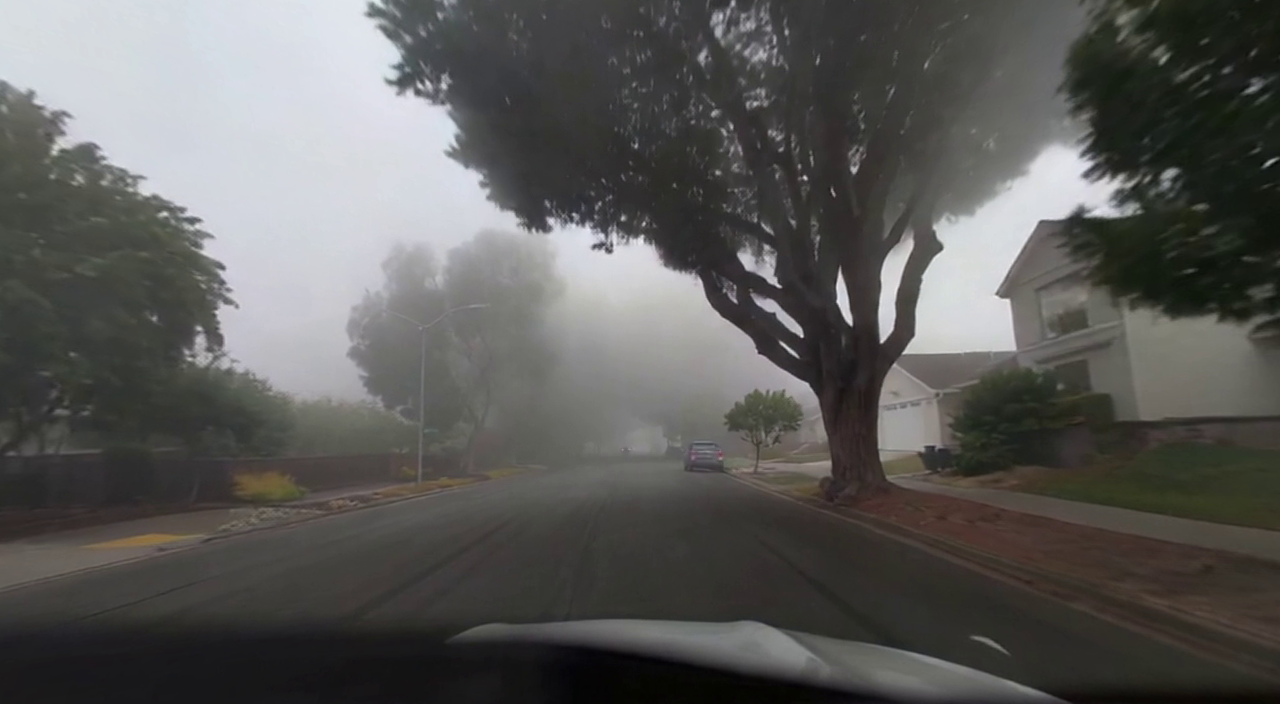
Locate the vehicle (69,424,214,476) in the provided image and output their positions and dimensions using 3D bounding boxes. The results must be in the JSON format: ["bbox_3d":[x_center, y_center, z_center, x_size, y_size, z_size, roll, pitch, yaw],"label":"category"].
[{"bbox_3d":[-28.856,5.828,37.060,2.735,2.720,6.677,-1,-10,3],"label":"vehicle"}]

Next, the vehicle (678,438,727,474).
[{"bbox_3d":[3.207,5.464,33.371,2.055,1.738,4.448,0,-9,-1],"label":"vehicle"}]
